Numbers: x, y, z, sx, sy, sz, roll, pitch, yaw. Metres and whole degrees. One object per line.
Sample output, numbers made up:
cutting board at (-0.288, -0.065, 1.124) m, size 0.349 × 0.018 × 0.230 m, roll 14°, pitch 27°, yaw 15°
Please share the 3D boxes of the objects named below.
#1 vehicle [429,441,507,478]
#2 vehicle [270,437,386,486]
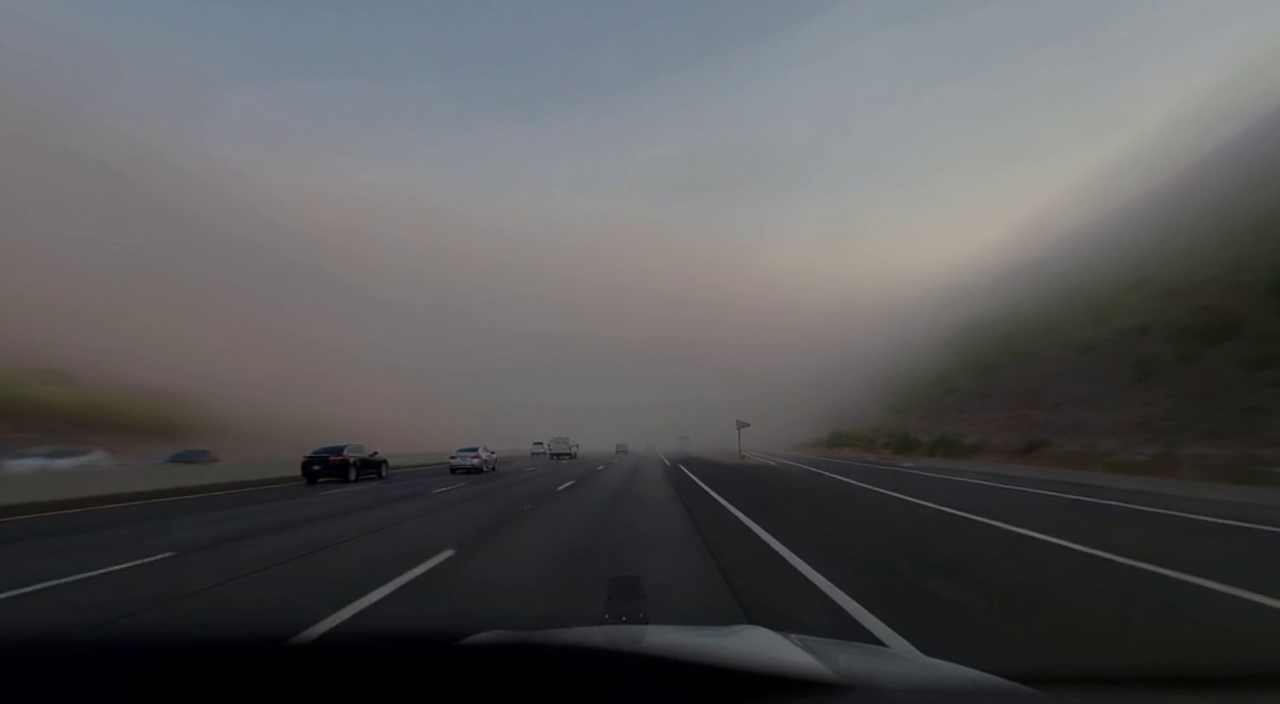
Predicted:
vehicle at (-7.477, 4.698, 27.944) m, size 2.107 × 1.484 × 4.449 m, roll -1°, pitch -8°, yaw 1°
vehicle at (-11.649, 4.096, 23.989) m, size 2.020 × 1.645 × 4.629 m, roll 0°, pitch -8°, yaw 1°
